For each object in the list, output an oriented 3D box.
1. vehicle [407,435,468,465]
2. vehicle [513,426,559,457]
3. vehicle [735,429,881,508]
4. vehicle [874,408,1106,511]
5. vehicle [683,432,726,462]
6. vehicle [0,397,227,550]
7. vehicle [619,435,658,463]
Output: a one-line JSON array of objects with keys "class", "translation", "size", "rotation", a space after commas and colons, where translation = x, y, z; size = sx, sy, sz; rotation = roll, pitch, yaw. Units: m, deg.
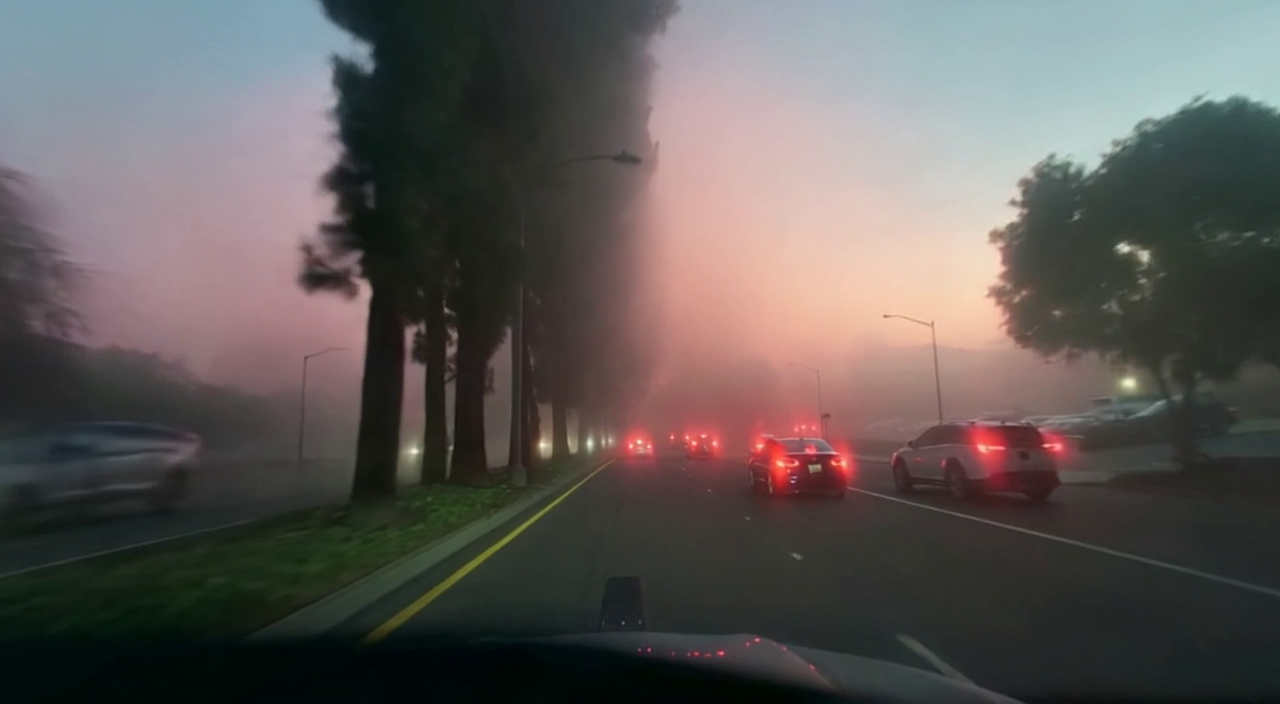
[{"class": "vehicle", "translation": [-11.511, 5.599, 36.003], "size": [1.952, 1.576, 4.409], "rotation": [0, -8, 1]}, {"class": "vehicle", "translation": [-7.878, 6.879, 48.059], "size": [2.396, 2.216, 5.698], "rotation": [0, -8, 2]}, {"class": "vehicle", "translation": [3.535, 2.558, 14.258], "size": [2.010, 1.490, 4.639], "rotation": [0, -8, 0]}, {"class": "vehicle", "translation": [7.293, 2.323, 13.931], "size": [2.188, 1.840, 5.050], "rotation": [0, -8, 0]}, {"class": "vehicle", "translation": [3.907, 5.834, 38.710], "size": [2.130, 1.718, 4.310], "rotation": [0, -8, -1]}, {"class": "vehicle", "translation": [-8.418, 1.620, 8.697], "size": [2.116, 1.747, 4.727], "rotation": [0, -8, 0]}, {"class": "vehicle", "translation": [-0.099, 5.559, 35.927], "size": [2.111, 1.506, 4.018], "rotation": [0, -8, 0]}]
